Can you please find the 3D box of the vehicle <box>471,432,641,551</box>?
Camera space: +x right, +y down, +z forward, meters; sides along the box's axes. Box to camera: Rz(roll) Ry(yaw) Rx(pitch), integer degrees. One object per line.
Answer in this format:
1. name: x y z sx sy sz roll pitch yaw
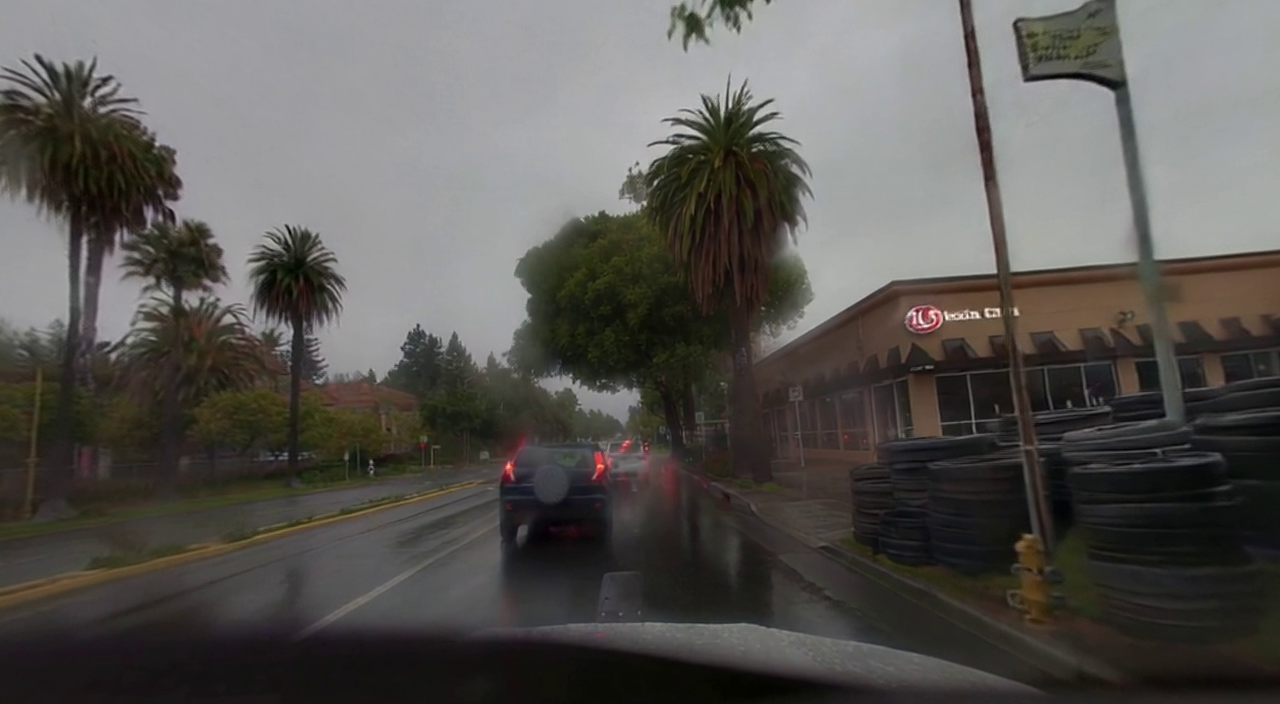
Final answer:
1. vehicle: -1.104 2.094 10.174 2.169 1.495 4.048 0 -8 -1
